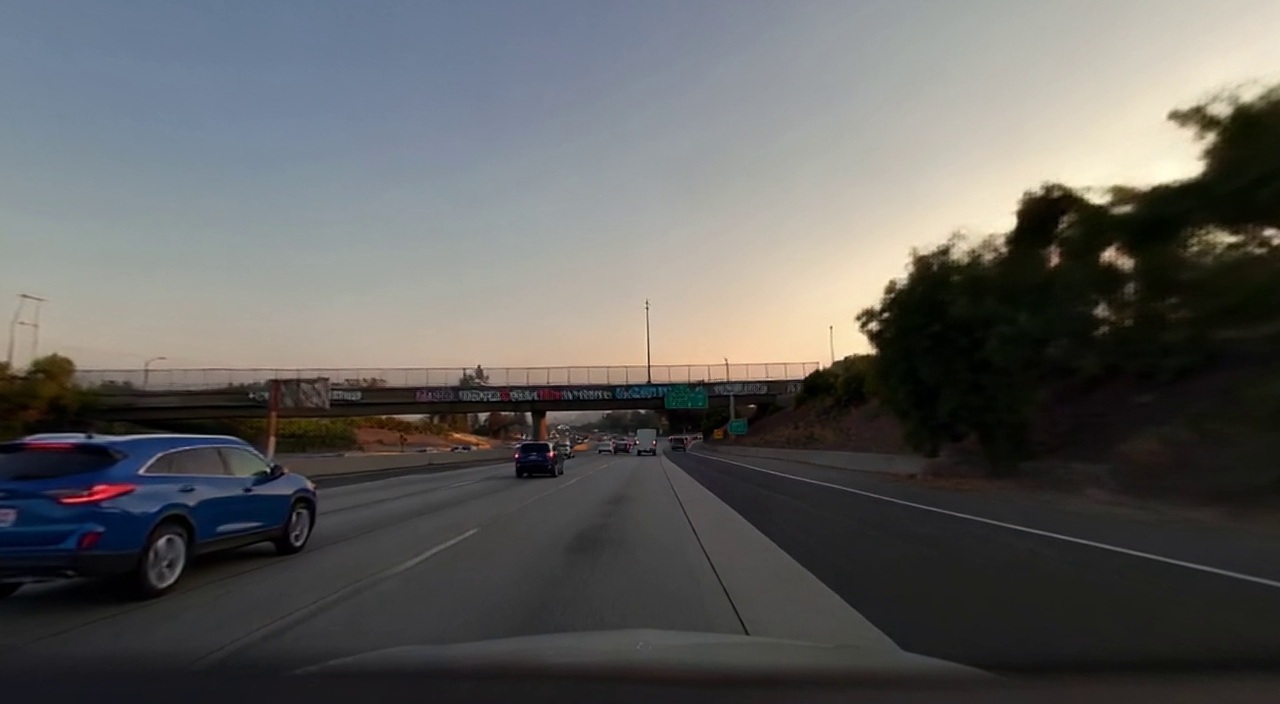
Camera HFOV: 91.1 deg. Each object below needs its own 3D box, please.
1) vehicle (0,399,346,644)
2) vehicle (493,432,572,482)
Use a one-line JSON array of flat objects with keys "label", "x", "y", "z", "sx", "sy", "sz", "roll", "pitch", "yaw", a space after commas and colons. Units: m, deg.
[{"label": "vehicle", "x": -4.886, "y": 1.427, "z": 6.260, "sx": 1.969, "sy": 1.633, "sz": 3.962, "roll": 0, "pitch": -8, "yaw": 0}, {"label": "vehicle", "x": -3.962, "y": 3.959, "z": 23.948, "sx": 2.154, "sy": 1.693, "sz": 4.394, "roll": 0, "pitch": -8, "yaw": 1}]
